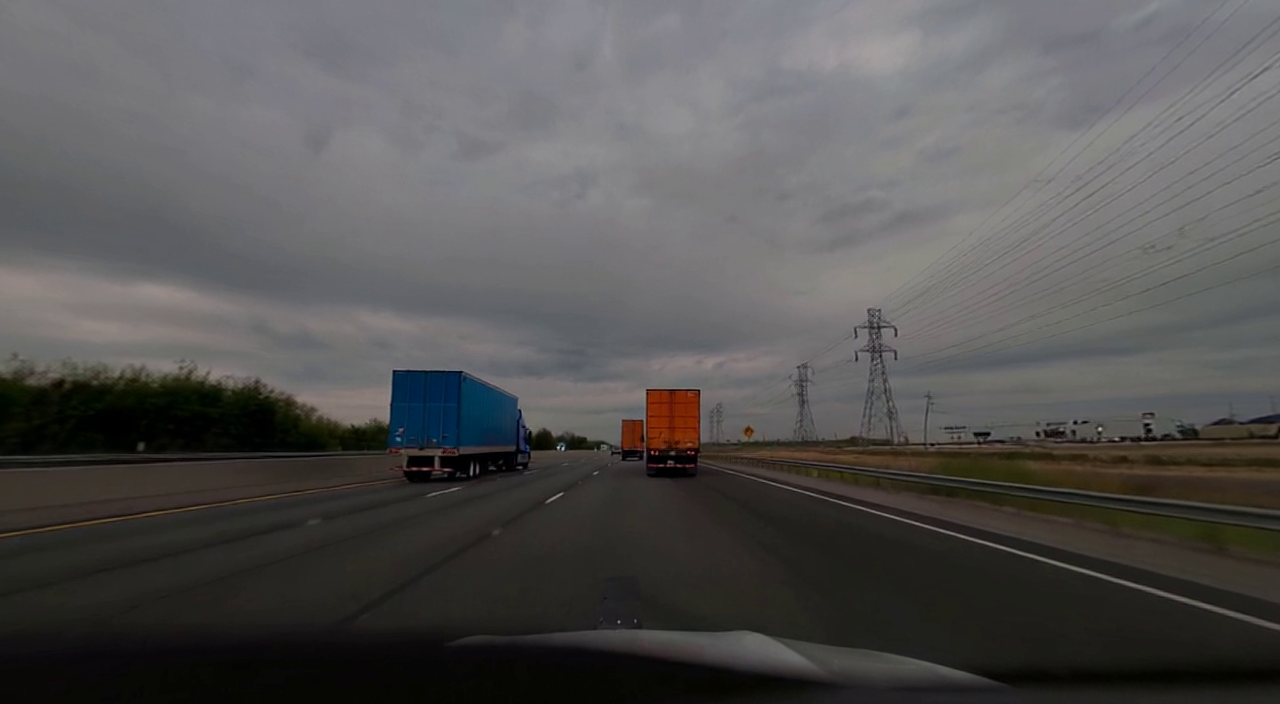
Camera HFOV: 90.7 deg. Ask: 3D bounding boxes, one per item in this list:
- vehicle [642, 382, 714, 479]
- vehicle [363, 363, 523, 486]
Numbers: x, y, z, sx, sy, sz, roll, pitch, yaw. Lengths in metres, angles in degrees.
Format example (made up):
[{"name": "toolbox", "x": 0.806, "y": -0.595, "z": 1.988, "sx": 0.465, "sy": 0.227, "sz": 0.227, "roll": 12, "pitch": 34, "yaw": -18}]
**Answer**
[{"name": "vehicle", "x": 1.589, "y": 3.889, "z": 30.431, "sx": 2.858, "sy": 3.847, "sz": 10.034, "roll": 0, "pitch": -9, "yaw": 1}, {"name": "vehicle", "x": -7.402, "y": 3.146, "z": 26.066, "sx": 2.937, "sy": 3.981, "sz": 11.119, "roll": 0, "pitch": -8, "yaw": 0}]
